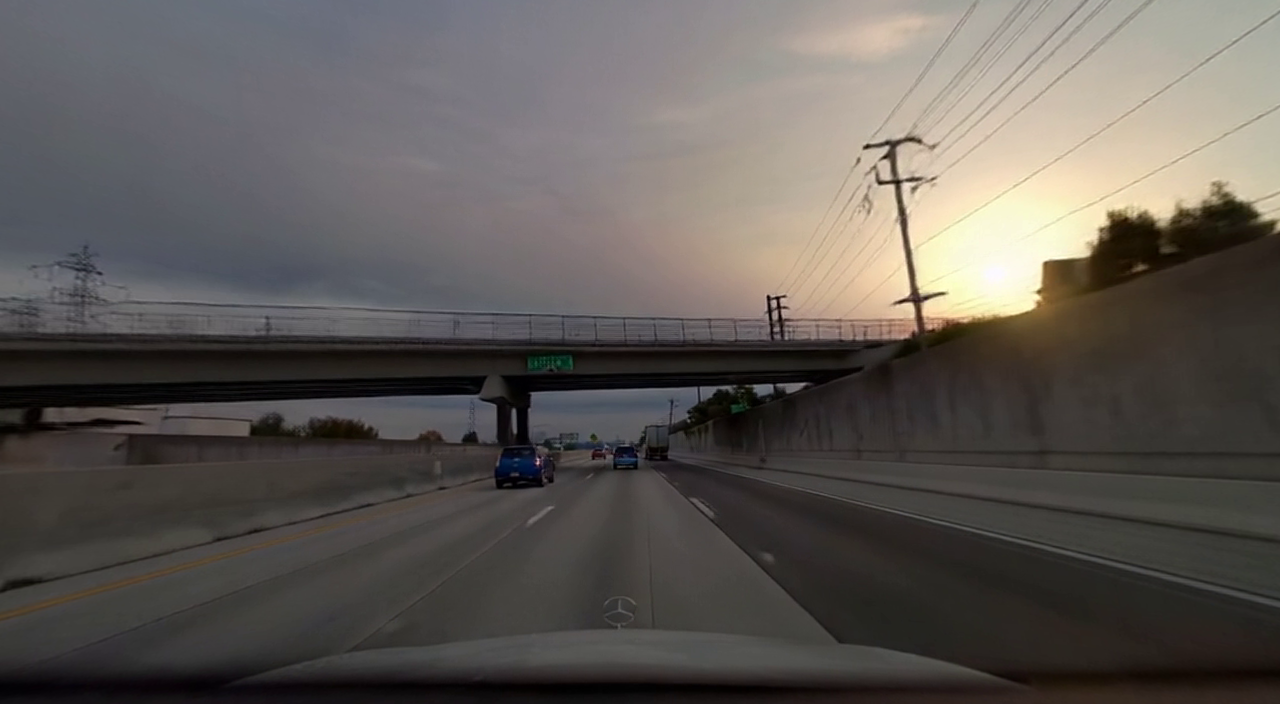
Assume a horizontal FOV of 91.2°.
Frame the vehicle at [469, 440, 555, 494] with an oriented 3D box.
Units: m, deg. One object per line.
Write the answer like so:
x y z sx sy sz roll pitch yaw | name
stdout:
-4.060 3.713 20.535 1.987 1.548 3.981 0 -9 0 | vehicle

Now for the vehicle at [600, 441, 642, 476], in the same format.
-0.941 5.456 32.295 2.004 1.615 4.113 0 -9 -1 | vehicle
